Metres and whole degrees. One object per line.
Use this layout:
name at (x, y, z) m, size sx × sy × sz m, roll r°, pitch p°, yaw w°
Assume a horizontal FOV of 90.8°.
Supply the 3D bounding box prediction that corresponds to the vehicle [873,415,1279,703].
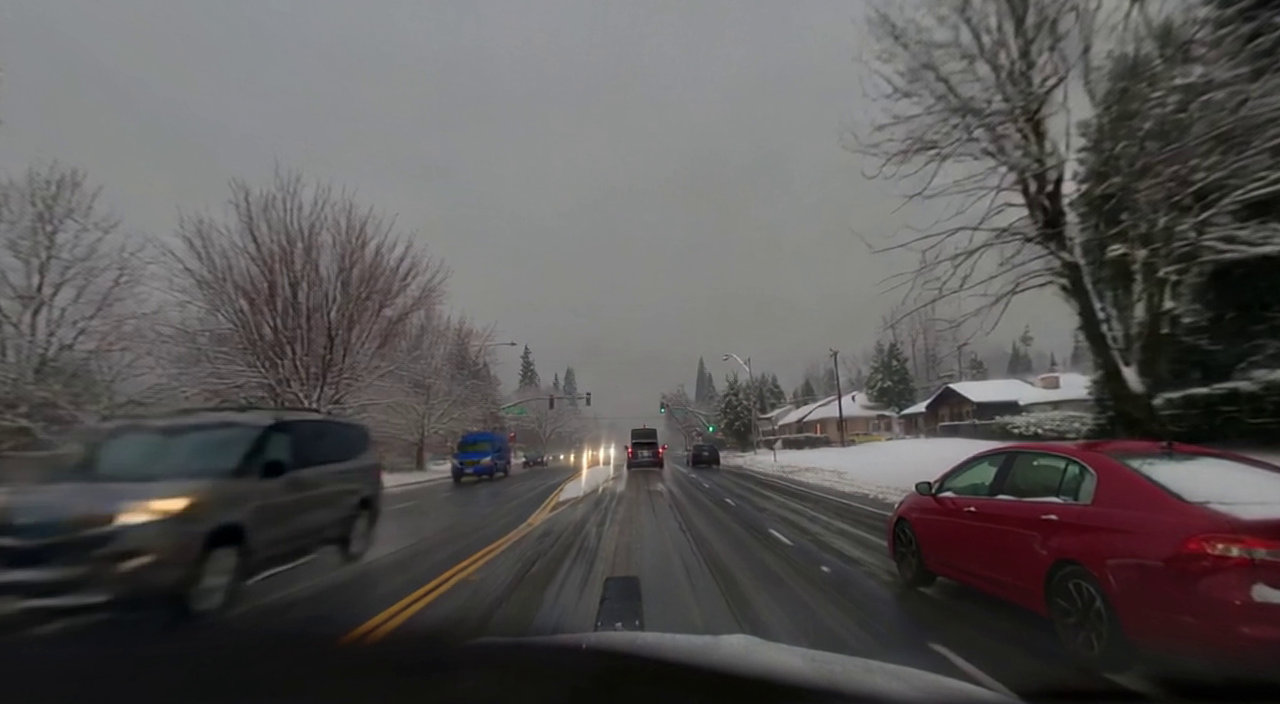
vehicle at (3.559, 1.301, 4.688) m, size 1.973 × 1.447 × 4.402 m, roll 0°, pitch -9°, yaw 0°

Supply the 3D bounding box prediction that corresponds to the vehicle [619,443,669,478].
vehicle at (0.153, 4.956, 29.147) m, size 2.114 × 1.483 × 4.207 m, roll 0°, pitch -9°, yaw 0°

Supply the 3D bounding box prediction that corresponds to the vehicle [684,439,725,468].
vehicle at (4.317, 6.886, 42.865) m, size 2.187 × 1.847 × 4.553 m, roll 0°, pitch -9°, yaw -1°

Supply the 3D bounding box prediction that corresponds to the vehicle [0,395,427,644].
vehicle at (-4.187, 1.560, 7.009) m, size 2.054 × 1.772 × 4.817 m, roll 0°, pitch -9°, yaw -1°

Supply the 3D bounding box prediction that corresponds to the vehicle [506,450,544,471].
vehicle at (-8.407, 7.983, 46.623) m, size 2.070 × 1.454 × 4.400 m, roll 0°, pitch -9°, yaw -1°

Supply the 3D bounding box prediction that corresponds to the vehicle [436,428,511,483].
vehicle at (-8.380, 5.270, 32.429) m, size 2.383 × 2.558 × 5.821 m, roll 0°, pitch -9°, yaw -1°
